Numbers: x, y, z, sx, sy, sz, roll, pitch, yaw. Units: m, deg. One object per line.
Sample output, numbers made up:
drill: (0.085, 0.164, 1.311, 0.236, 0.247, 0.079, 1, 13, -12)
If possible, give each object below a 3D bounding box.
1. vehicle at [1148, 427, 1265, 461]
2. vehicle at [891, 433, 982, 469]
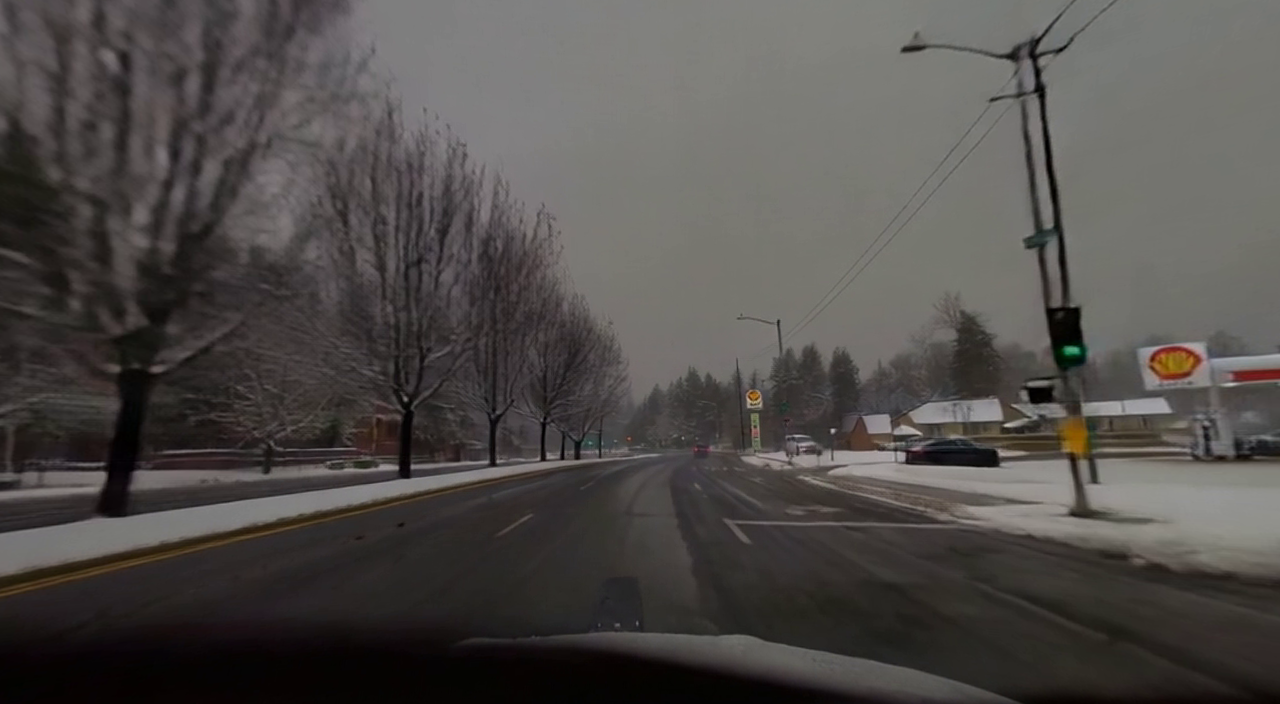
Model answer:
vehicle: (31.586, 5.152, 35.455, 2.045, 1.778, 4.517, 1, -9, -6)
vehicle: (14.091, 4.756, 29.900, 4.744, 1.475, 2.008, 9, -16, -41)
